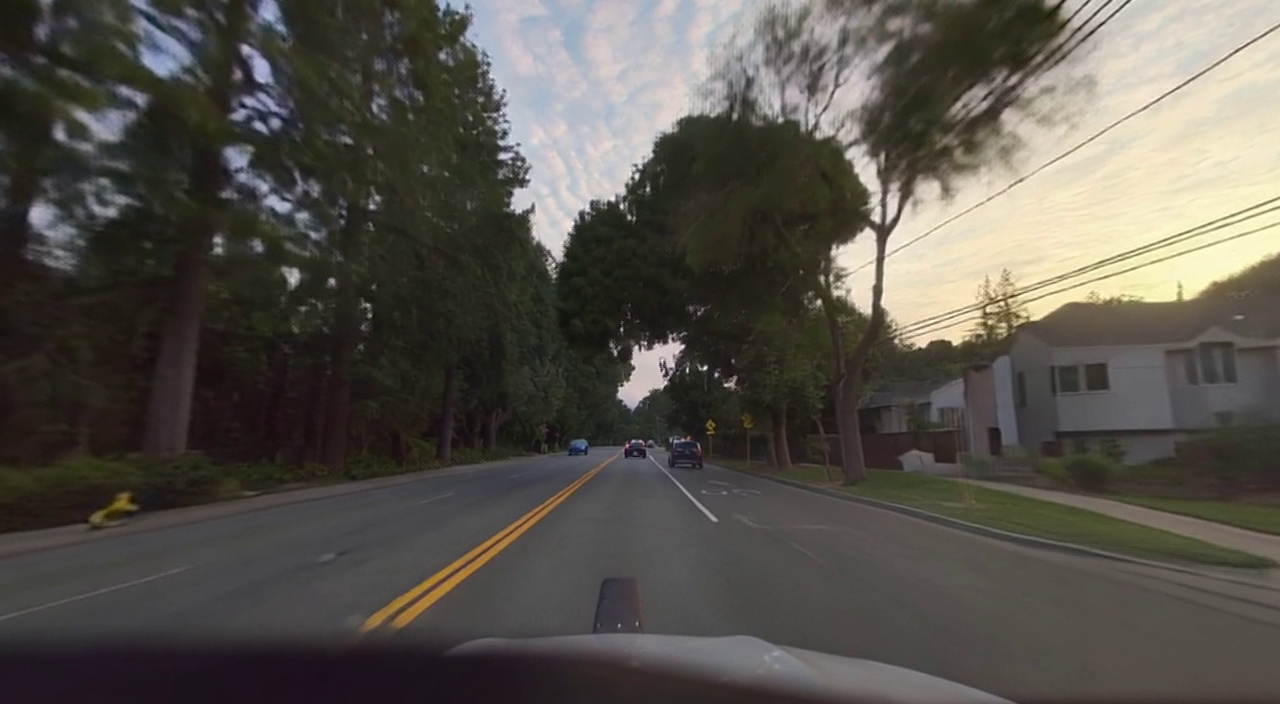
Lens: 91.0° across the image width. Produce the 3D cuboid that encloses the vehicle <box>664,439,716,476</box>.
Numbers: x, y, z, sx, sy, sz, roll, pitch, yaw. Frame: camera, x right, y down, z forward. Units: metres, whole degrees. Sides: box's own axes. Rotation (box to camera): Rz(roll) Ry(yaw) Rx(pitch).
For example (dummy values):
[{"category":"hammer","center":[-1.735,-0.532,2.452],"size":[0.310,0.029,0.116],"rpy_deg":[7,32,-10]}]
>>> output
[{"category":"vehicle","center":[2.172,4.698,28.207],"size":[1.975,1.497,3.647],"rpy_deg":[1,-9,-1]}]
